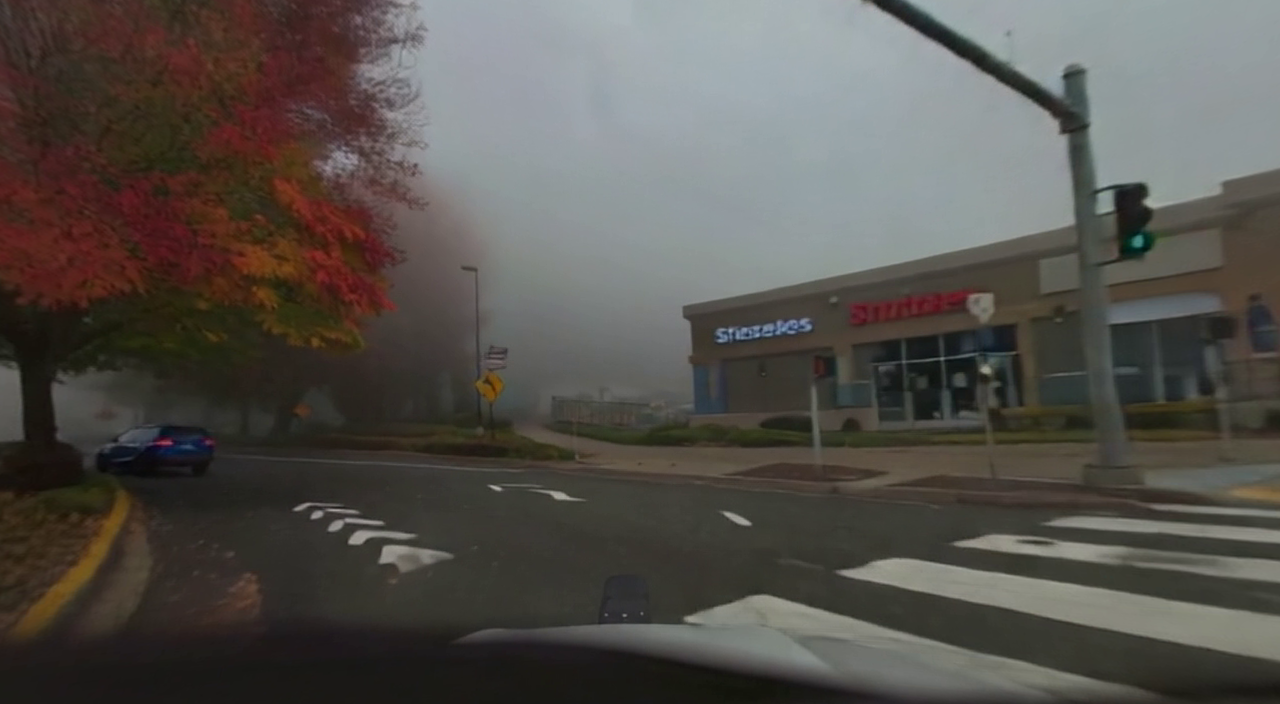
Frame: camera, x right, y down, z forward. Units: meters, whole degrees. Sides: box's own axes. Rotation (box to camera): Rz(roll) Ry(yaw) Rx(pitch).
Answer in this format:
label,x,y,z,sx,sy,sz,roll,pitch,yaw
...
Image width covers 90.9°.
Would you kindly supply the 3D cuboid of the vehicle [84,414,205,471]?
label,x,y,z,sx,sy,sz,roll,pitch,yaw
vehicle,-18.026,3.237,22.864,5.110,1.814,2.146,-6,-9,38
